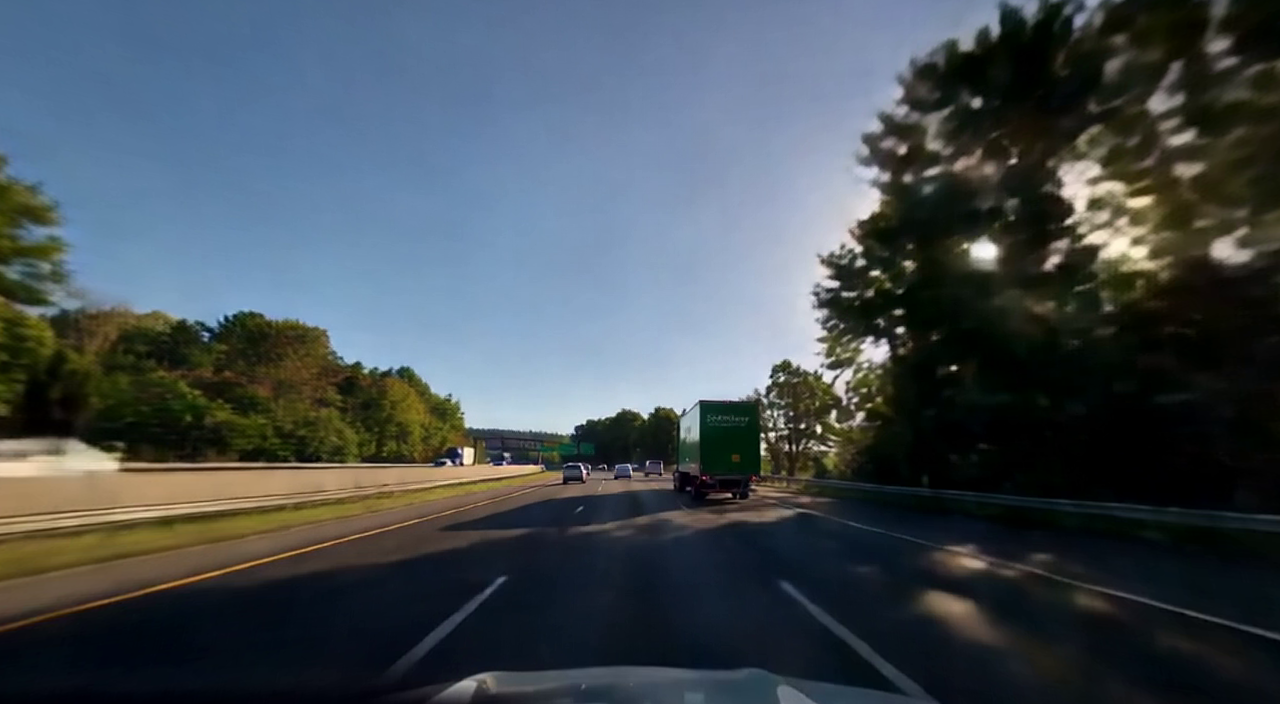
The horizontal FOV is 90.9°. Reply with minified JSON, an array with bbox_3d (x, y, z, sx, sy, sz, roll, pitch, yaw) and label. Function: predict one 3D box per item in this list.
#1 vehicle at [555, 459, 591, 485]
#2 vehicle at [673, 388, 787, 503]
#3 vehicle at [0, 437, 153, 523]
[{"bbox_3d":[-4.704,8.496,44.713,2.155,1.667,4.615,1,-10,-2],"label":"vehicle"},{"bbox_3d":[3.759,4.759,30.791,2.992,4.300,13.967,1,-10,-2],"label":"vehicle"},{"bbox_3d":[-12.202,2.450,12.227,1.954,1.466,4.444,1,-10,-1],"label":"vehicle"}]
